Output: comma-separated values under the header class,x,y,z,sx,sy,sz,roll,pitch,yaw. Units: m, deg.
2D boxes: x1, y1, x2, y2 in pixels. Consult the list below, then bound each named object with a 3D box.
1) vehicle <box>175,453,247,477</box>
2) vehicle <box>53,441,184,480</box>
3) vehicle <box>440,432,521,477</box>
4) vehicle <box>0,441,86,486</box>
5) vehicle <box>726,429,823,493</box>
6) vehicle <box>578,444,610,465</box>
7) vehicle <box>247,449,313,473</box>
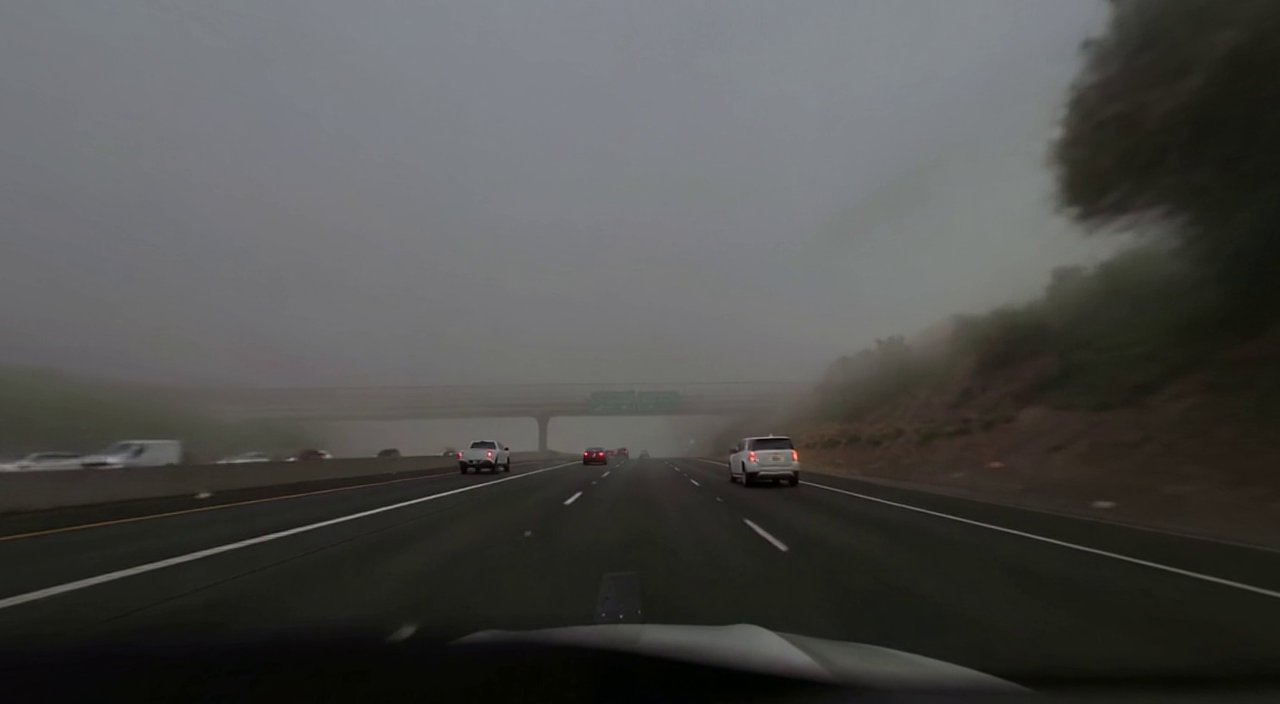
class,x,y,z,sx,sy,sz,roll,pitch,yaw
vehicle,-28.954,7.613,42.697,1.801,1.493,4.345,0,-9,0
vehicle,-25.296,5.275,30.858,2.090,1.746,5.035,0,-9,0
vehicle,-7.648,4.992,30.925,2.341,1.959,5.684,0,-9,1
vehicle,-28.885,5.010,28.488,2.241,1.906,5.939,0,-9,-1
vehicle,3.949,3.301,19.331,1.990,1.735,4.276,0,-9,-1
vehicle,-3.540,7.978,49.010,2.067,1.528,4.551,0,-9,1
vehicle,-25.373,7.673,44.570,1.914,1.556,4.594,0,-9,0
